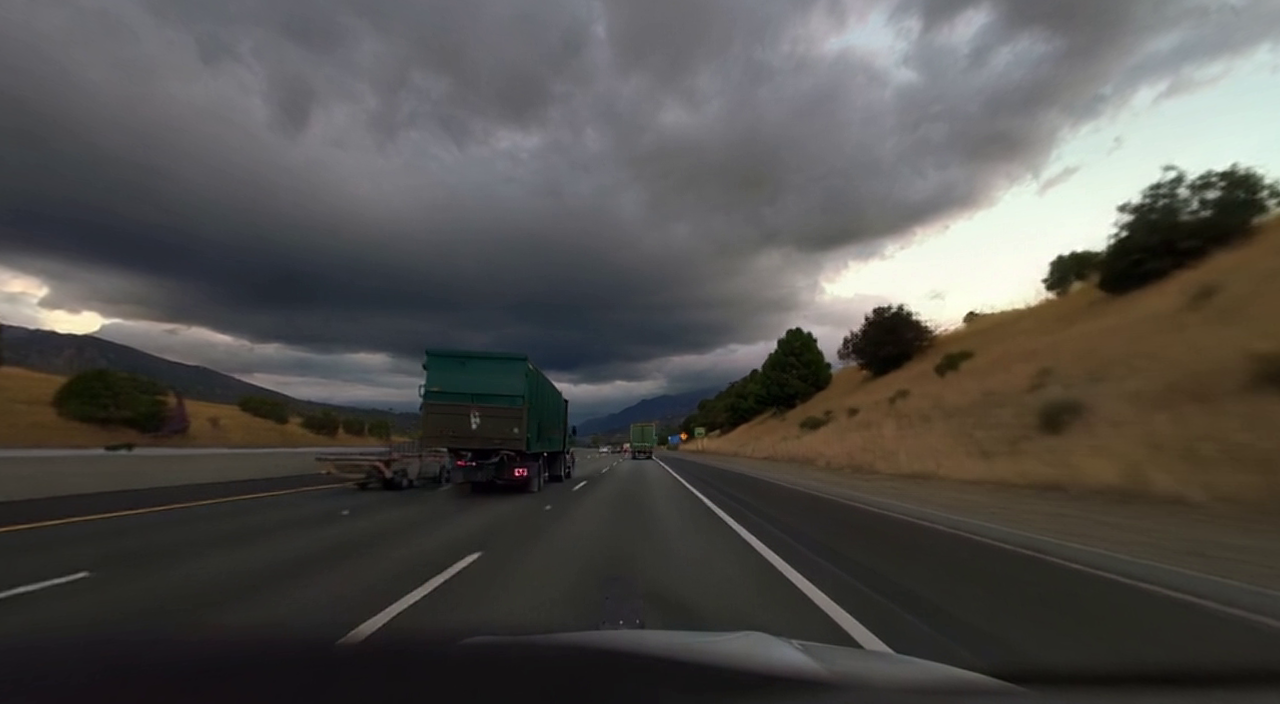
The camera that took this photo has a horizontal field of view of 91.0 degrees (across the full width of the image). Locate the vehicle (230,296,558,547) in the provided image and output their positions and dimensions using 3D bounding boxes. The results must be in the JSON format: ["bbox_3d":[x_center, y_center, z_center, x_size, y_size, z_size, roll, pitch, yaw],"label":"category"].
[{"bbox_3d":[-3.879,1.686,13.695,2.789,3.271,10.894,1,-9,0],"label":"vehicle"}]
